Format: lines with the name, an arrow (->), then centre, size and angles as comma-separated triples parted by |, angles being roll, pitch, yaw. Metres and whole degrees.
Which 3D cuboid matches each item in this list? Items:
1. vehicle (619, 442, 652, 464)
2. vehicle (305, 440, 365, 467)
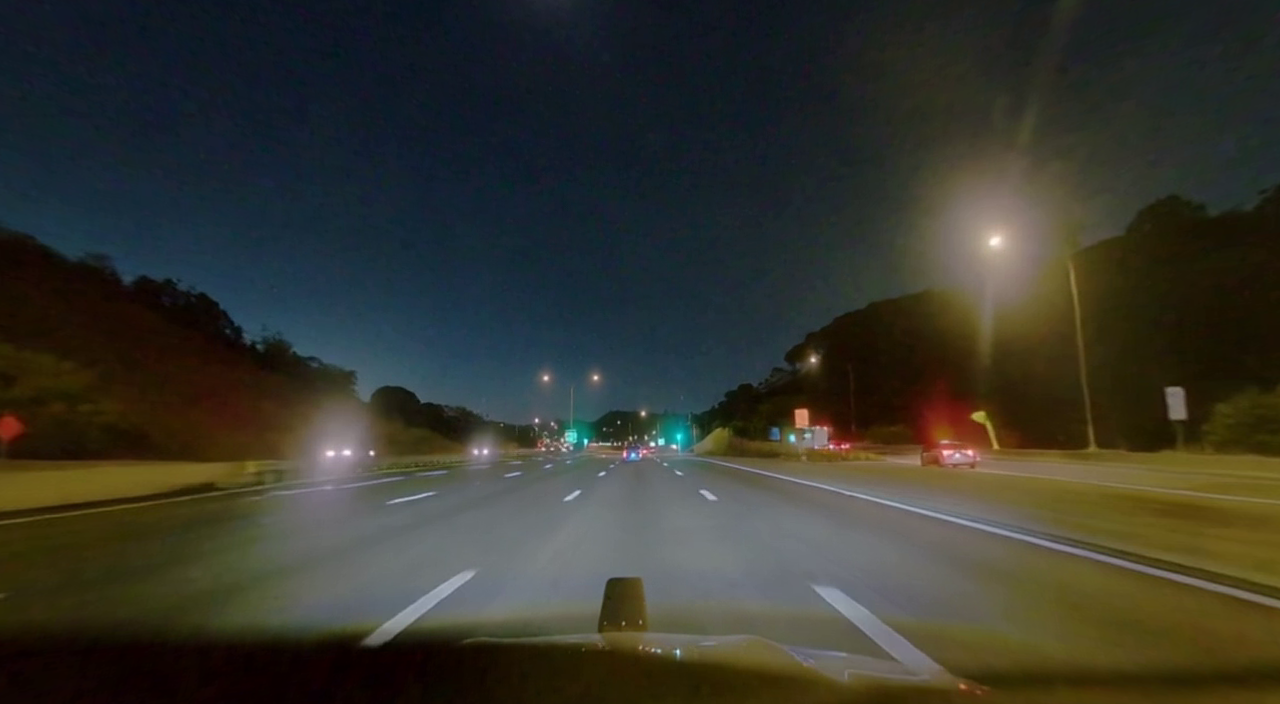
vehicle -> -0.395, 7.028, 44.079 | 2.193, 1.497, 4.337 | 0, -8, -2
vehicle -> -21.735, 7.231, 45.151 | 1.995, 1.854, 4.706 | 0, -8, -1
